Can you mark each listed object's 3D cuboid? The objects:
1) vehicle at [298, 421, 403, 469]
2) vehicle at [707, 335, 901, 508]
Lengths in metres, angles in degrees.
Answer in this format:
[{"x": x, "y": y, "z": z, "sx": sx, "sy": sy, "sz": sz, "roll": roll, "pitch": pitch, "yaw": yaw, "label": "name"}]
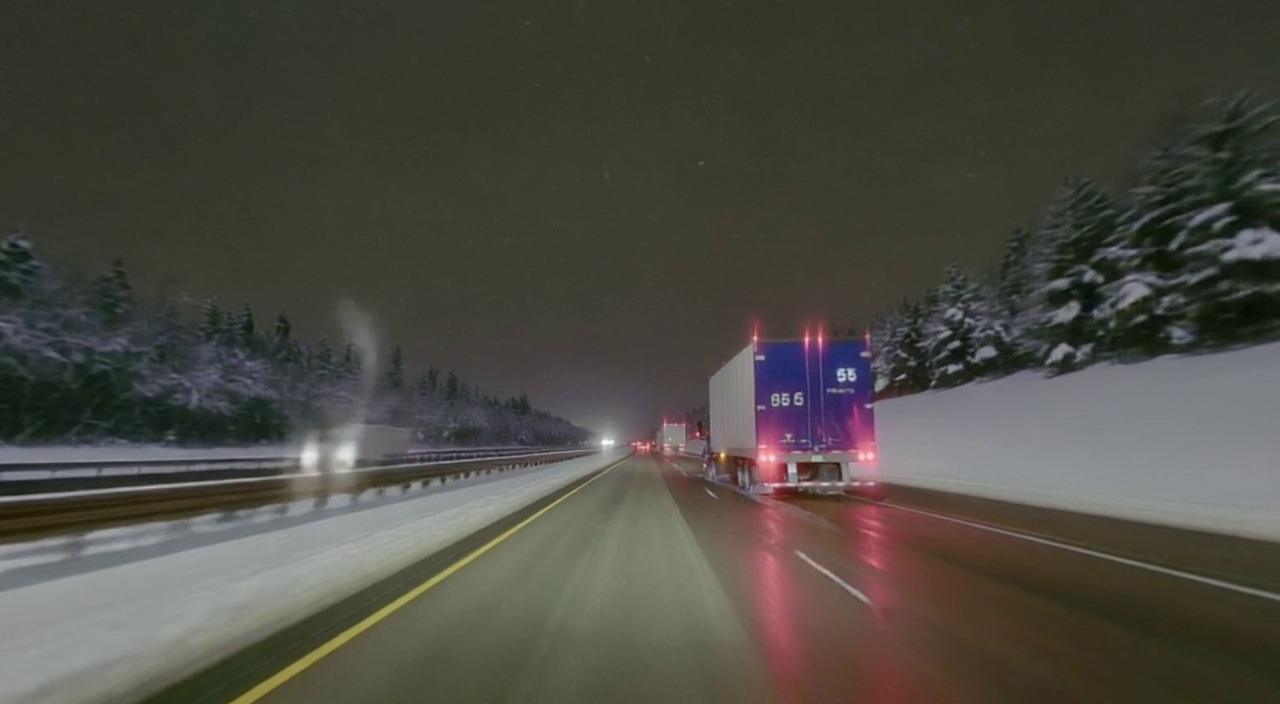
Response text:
[{"x": -12.530, "y": 4.120, "z": 27.743, "sx": 2.066, "sy": 1.908, "sz": 5.294, "roll": 0, "pitch": -9, "yaw": 0, "label": "vehicle"}, {"x": 4.044, "y": 2.257, "z": 18.686, "sx": 3.107, "sy": 3.718, "sz": 10.231, "roll": 0, "pitch": -9, "yaw": 1, "label": "vehicle"}]
